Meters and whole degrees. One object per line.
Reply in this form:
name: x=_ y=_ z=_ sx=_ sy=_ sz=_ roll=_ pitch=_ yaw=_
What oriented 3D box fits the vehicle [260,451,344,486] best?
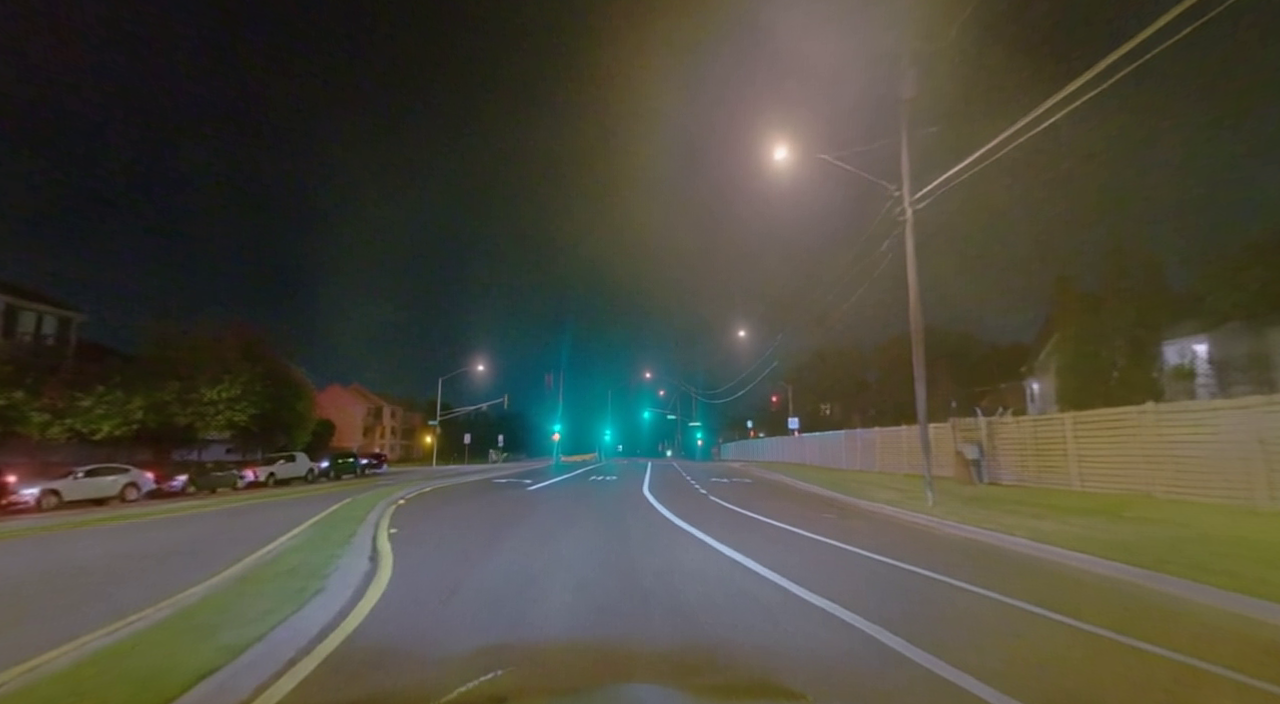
vehicle: x=-19.791 y=6.821 z=37.157 sx=2.148 sy=1.856 sz=4.632 roll=0 pitch=-9 yaw=4

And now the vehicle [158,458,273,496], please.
vehicle: x=-20.056 y=5.901 z=30.112 sx=1.883 sy=1.506 sz=4.863 roll=0 pitch=-8 yaw=4

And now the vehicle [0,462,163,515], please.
vehicle: x=-20.470 y=4.836 z=22.845 sx=1.954 sy=1.575 sz=5.225 roll=-1 pitch=-9 yaw=4

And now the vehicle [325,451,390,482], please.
vehicle: x=-19.212 y=7.800 z=43.142 sx=2.050 sy=1.697 sz=4.838 roll=-4 pitch=-7 yaw=3
